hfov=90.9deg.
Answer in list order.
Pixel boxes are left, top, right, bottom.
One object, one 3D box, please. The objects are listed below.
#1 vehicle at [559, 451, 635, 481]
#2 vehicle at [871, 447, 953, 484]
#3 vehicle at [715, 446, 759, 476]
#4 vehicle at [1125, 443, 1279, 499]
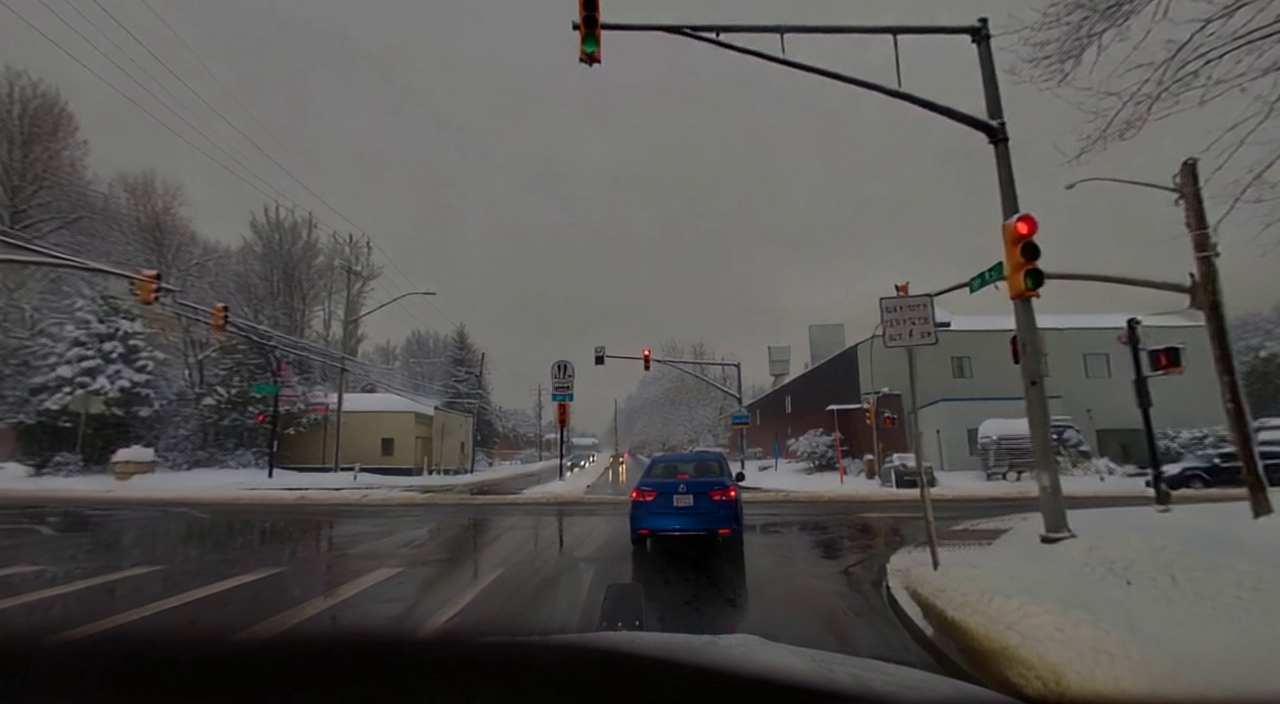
[{"bbox_3d":[-2.473,6.537,36.325,3.991,1.526,1.868,-5,-9,31],"label":"vehicle"},{"bbox_3d":[12.392,5.298,29.007,1.922,1.529,3.964,0,-12,-1],"label":"vehicle"},{"bbox_3d":[6.898,7.729,44.886,1.491,2.041,2.964,5,-10,-31],"label":"vehicle"},{"bbox_3d":[16.813,3.420,18.336,3.876,1.512,1.784,0,-8,-1],"label":"vehicle"}]
